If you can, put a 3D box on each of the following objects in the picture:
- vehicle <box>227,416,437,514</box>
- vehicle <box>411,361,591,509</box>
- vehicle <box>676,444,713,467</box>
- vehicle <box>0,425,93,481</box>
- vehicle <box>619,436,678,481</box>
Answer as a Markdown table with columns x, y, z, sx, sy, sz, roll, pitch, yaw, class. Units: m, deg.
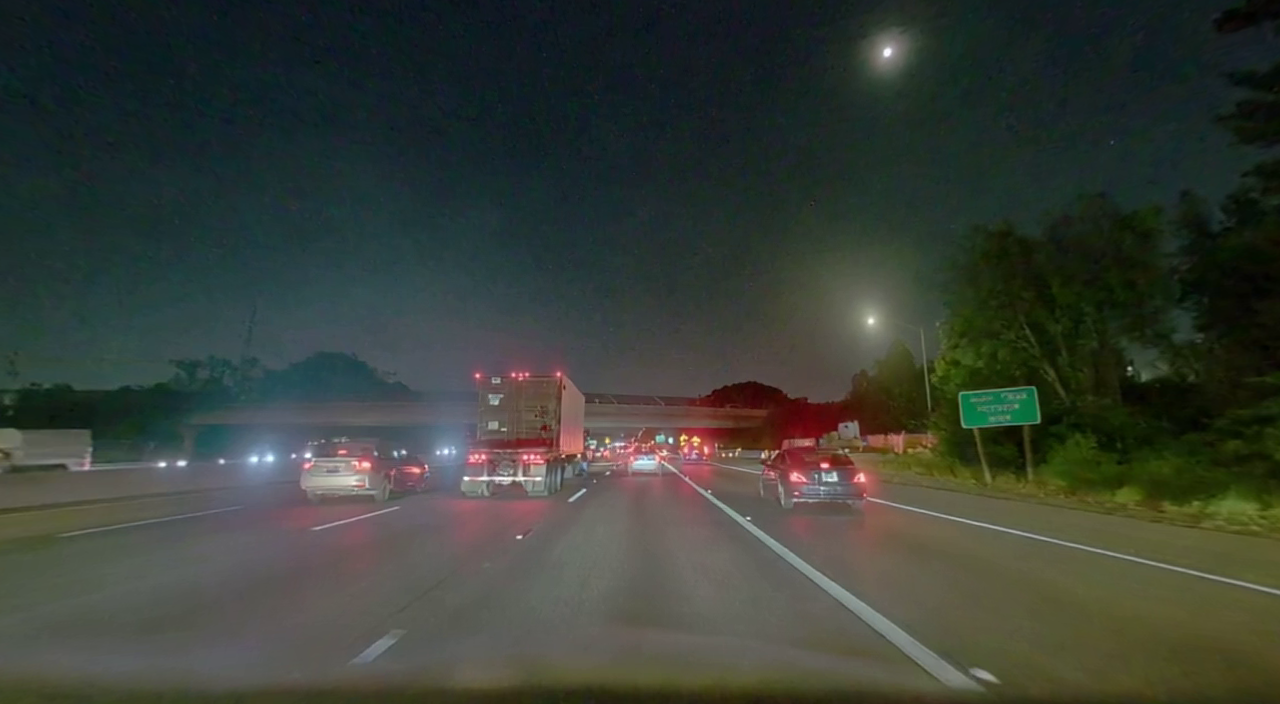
| x | y | z | sx | sy | sz | roll | pitch | yaw | class |
| --- | --- | --- | --- | --- | --- | --- | --- | --- | --- |
| -7.372 | 2.791 | 16.163 | 2.309 | 2.007 | 5.974 | 0 | -8 | 1 | vehicle |
| -3.517 | 2.641 | 19.615 | 3.075 | 3.276 | 11.073 | 0 | -8 | 0 | vehicle |
| 3.641 | 6.966 | 42.796 | 2.003 | 1.465 | 4.092 | 0 | -8 | -2 | vehicle |
| -39.426 | 6.349 | 39.890 | 2.798 | 3.290 | 7.345 | 0 | -8 | 1 | vehicle |
| 0.293 | 4.422 | 26.470 | 2.270 | 1.696 | 4.061 | 0 | -8 | -1 | vehicle |
